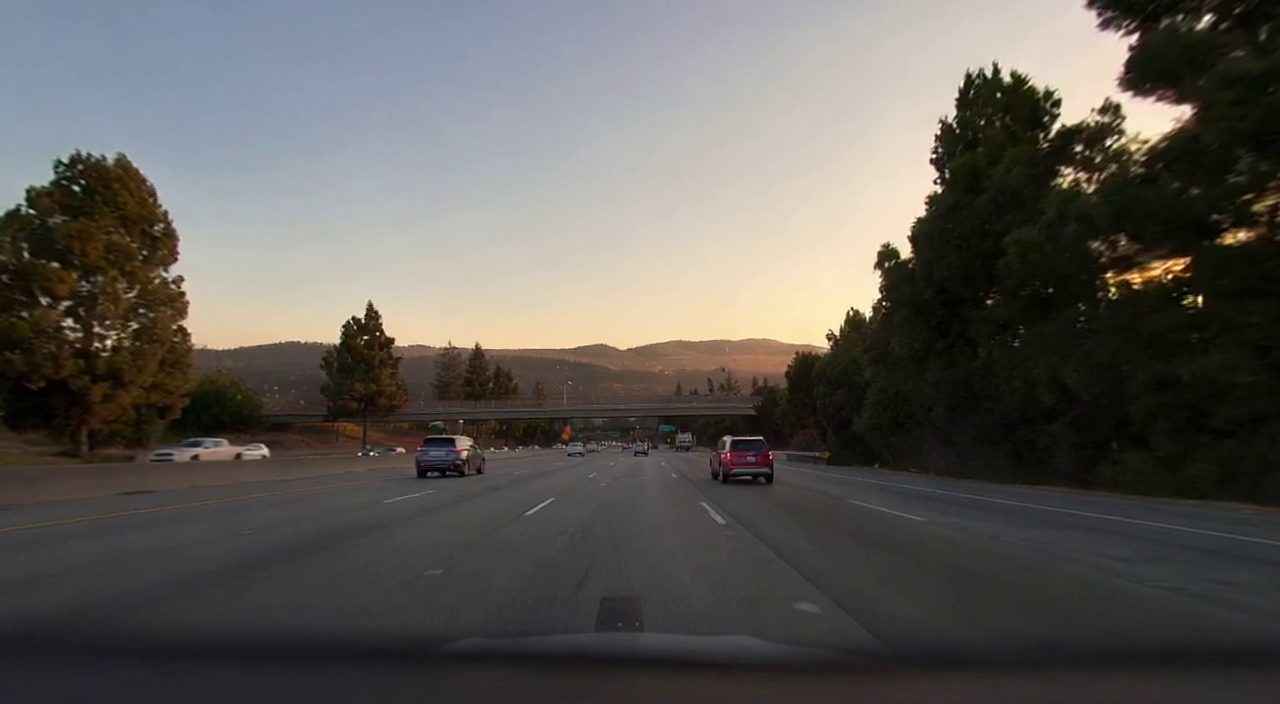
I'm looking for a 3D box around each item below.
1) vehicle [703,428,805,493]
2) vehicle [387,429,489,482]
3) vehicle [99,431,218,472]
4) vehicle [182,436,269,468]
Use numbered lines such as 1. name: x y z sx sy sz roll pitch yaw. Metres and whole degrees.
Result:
1. vehicle: 3.296 3.255 19.291 2.185 1.749 4.477 0 -8 -1
2. vehicle: -7.588 3.950 24.377 2.193 1.818 4.995 0 -8 1
3. vehicle: -29.072 6.052 38.551 2.255 2.247 6.168 0 -8 1
4. vehicle: -29.051 7.030 44.567 2.486 2.052 5.260 0 -9 1
